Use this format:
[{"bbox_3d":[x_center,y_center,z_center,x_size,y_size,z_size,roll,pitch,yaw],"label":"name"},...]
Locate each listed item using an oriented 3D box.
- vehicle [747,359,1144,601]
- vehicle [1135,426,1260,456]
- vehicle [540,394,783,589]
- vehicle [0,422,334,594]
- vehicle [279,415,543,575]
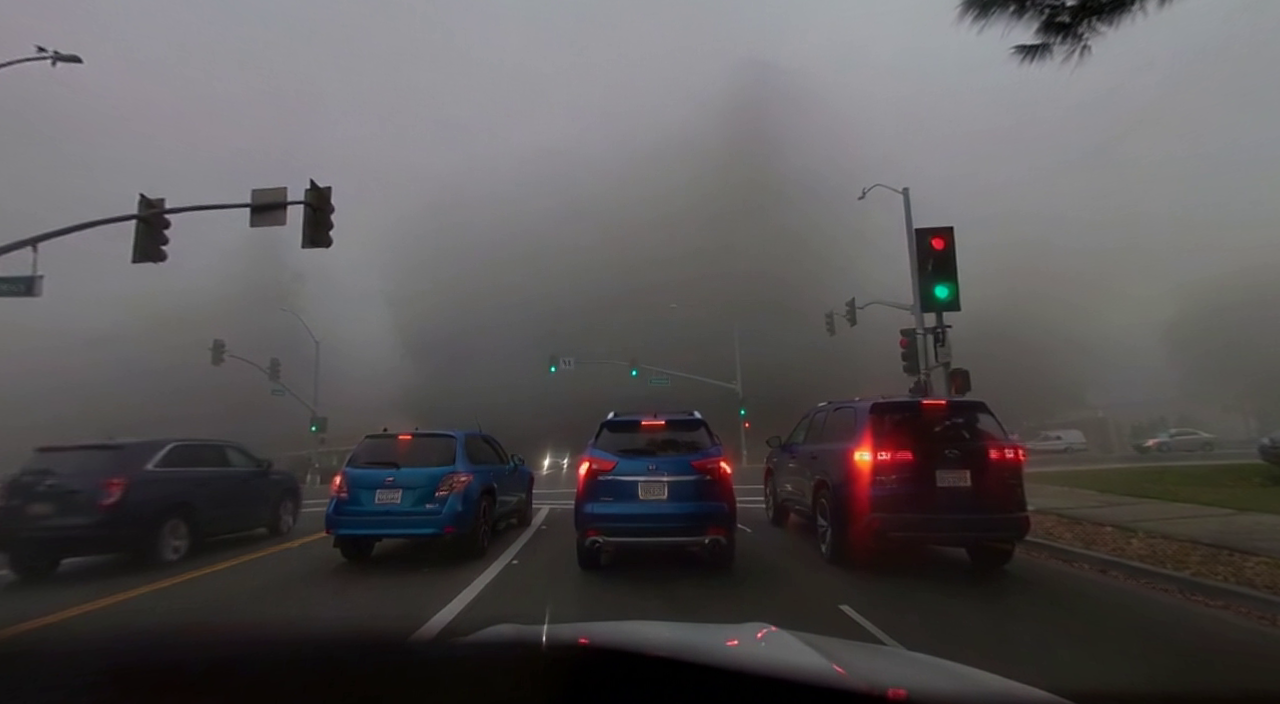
[{"bbox_3d":[3.091,1.508,8.298,2.338,2.063,5.672,0,-9,0],"label":"vehicle"},{"bbox_3d":[28.179,4.507,31.979,4.512,1.444,1.859,0,-9,0],"label":"vehicle"},{"bbox_3d":[0.165,1.598,7.983,2.235,1.778,4.178,0,-9,-1],"label":"vehicle"},{"bbox_3d":[-6.380,1.900,8.598,2.193,1.687,4.507,0,-9,-1],"label":"vehicle"},{"bbox_3d":[-2.762,1.843,8.957,2.058,1.659,4.514,0,-9,0],"label":"vehicle"}]
